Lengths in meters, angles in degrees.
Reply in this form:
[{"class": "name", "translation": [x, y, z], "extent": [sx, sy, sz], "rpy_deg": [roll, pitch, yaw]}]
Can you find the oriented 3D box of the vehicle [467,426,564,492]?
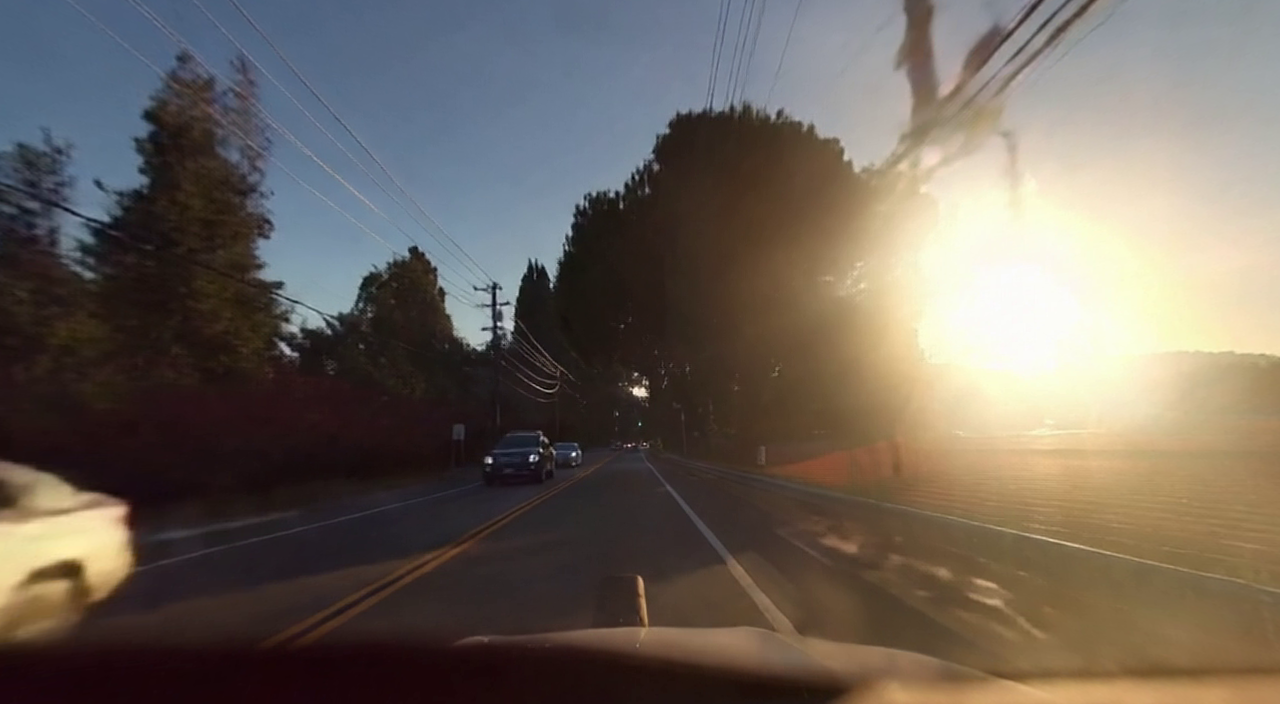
[{"class": "vehicle", "translation": [-4.787, 4.207, 25.405], "extent": [2.762, 2.167, 6.359], "rpy_deg": [-2, -8, -2]}]
